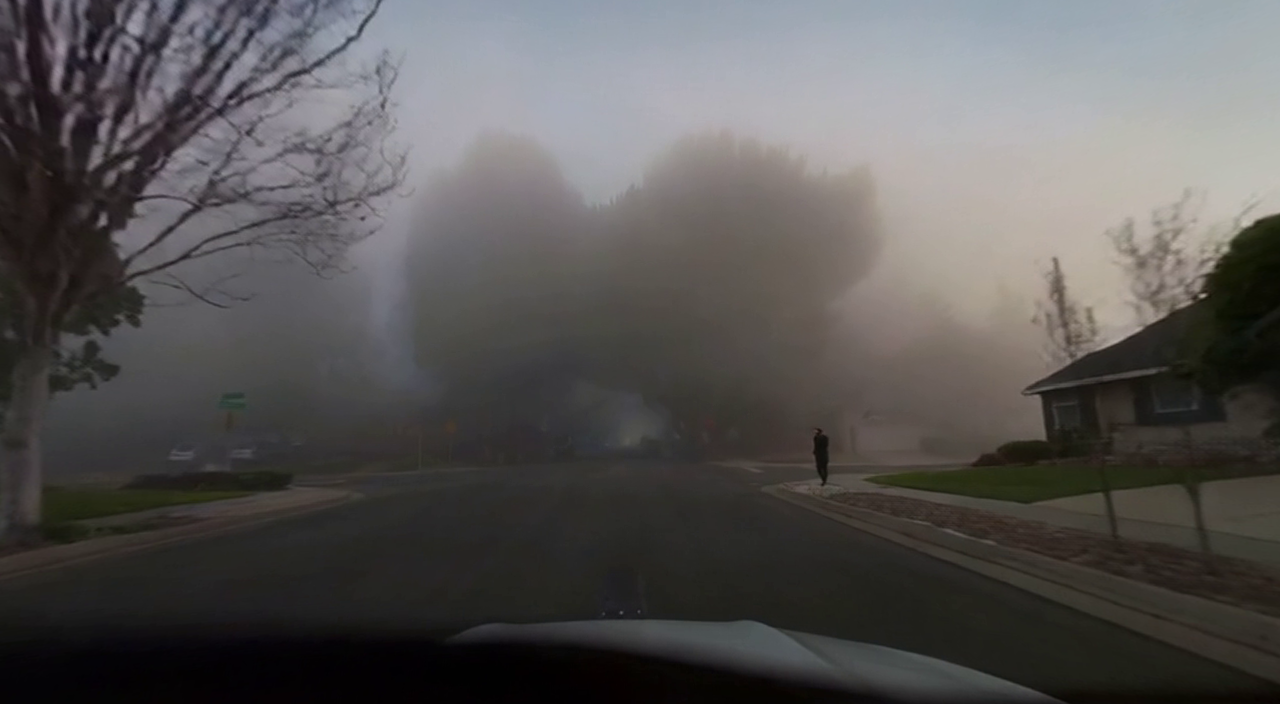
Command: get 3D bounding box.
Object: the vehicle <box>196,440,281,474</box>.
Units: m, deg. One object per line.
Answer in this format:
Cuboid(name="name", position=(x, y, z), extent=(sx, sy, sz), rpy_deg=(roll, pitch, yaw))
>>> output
Cuboid(name="vehicle", position=(-25.076, 6.579, 39.701), extent=(2.004, 1.856, 4.934), rpy_deg=(-4, -9, 2))
